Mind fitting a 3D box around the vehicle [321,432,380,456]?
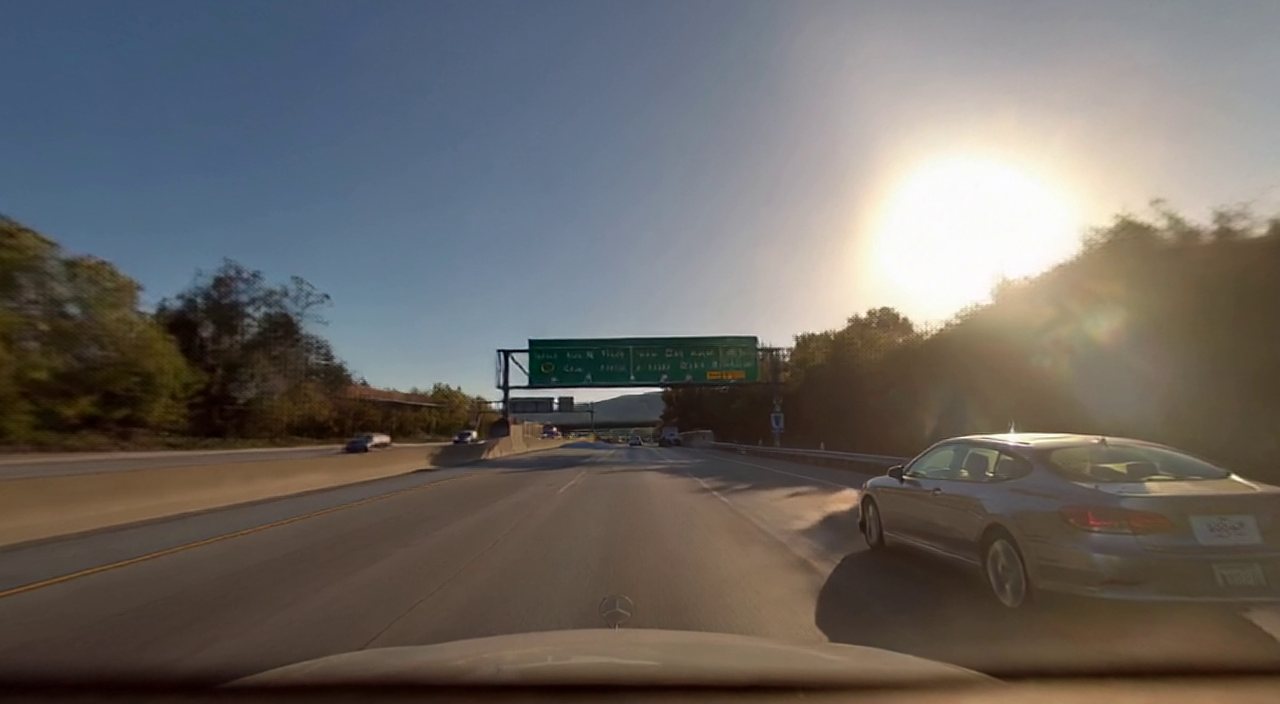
[{"bbox_3d":[-18.864,6.039,41.309,1.872,1.469,4.419,0,-8,-2],"label":"vehicle"}]
